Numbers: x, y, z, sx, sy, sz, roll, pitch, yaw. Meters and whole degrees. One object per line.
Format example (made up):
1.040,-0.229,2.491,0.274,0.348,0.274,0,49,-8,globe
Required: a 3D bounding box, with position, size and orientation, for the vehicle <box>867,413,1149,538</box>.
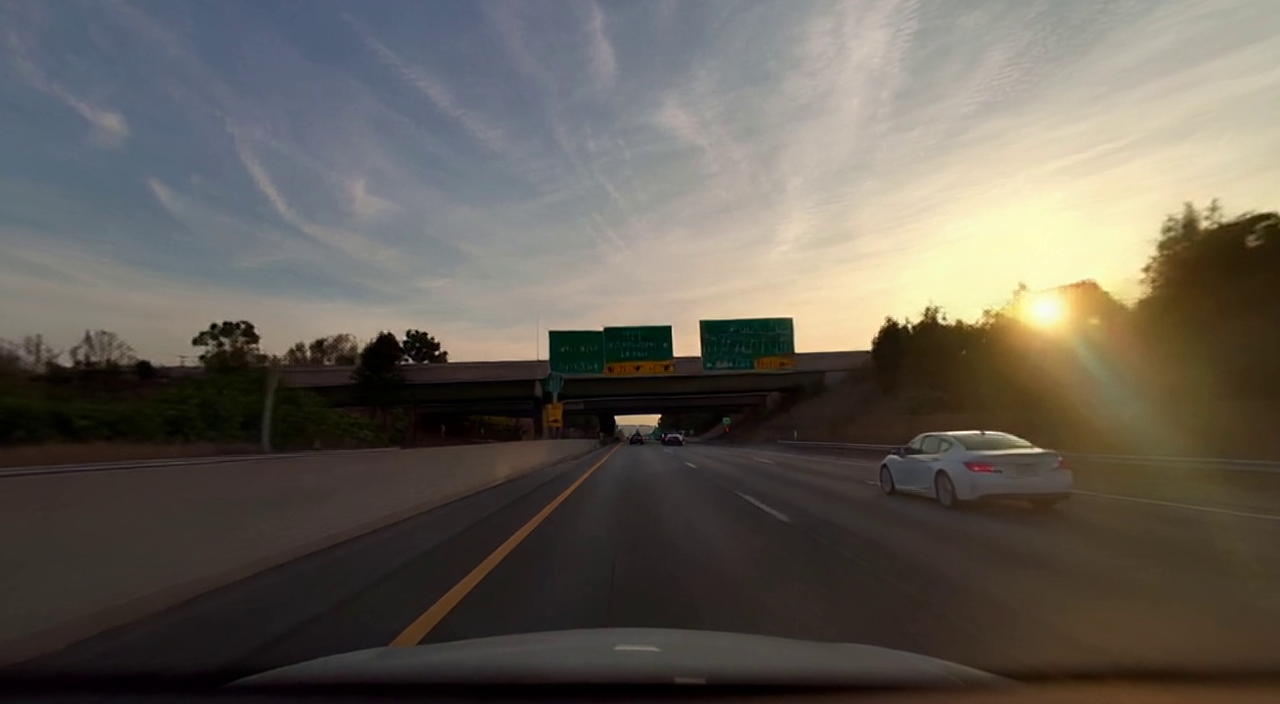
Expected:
5.473,1.855,10.168,1.940,1.578,4.122,0,-8,-2,vehicle
